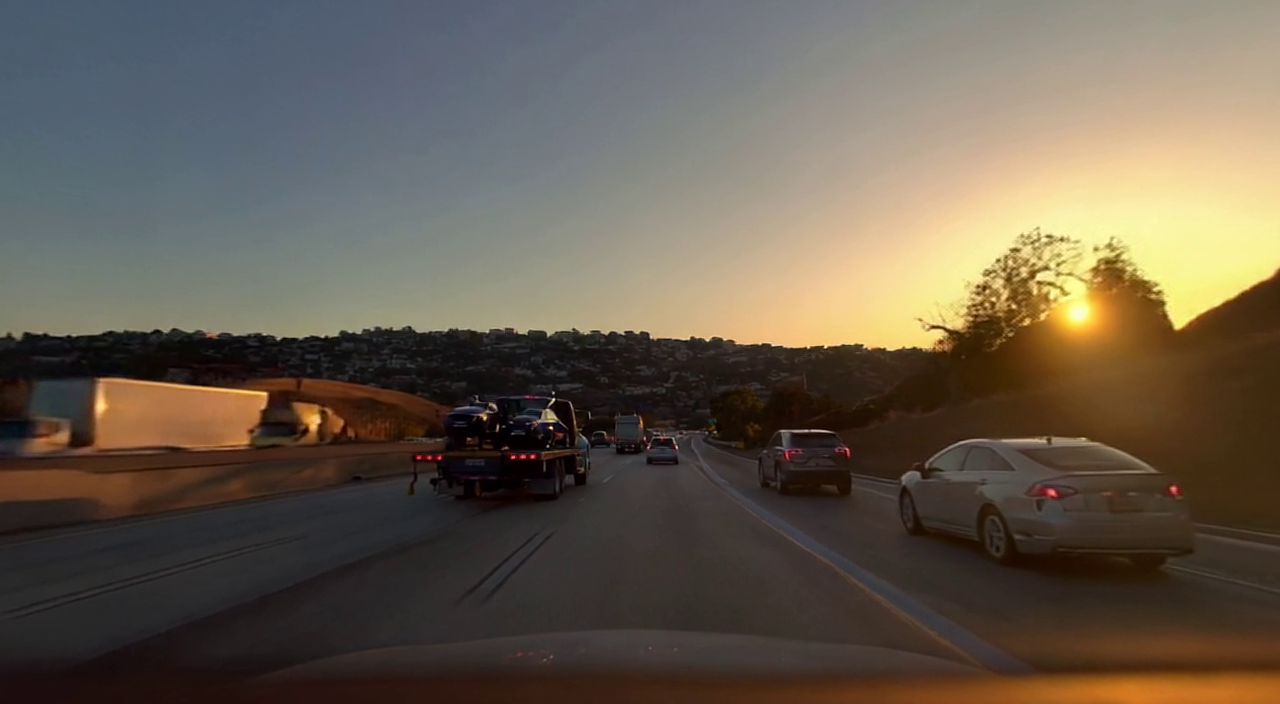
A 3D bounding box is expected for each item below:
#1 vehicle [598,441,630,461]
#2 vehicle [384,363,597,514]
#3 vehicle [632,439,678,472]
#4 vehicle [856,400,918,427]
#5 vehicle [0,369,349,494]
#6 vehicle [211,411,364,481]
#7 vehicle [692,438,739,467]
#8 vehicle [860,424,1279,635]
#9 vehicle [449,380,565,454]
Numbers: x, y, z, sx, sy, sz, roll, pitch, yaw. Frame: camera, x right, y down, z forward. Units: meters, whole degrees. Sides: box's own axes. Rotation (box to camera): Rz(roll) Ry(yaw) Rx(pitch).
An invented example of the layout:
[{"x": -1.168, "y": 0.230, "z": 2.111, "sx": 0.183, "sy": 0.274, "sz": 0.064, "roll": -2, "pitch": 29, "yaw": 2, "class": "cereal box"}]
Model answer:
[{"x": -1.923, "y": 7.462, "z": 47.531, "sx": 2.016, "sy": 1.450, "sz": 4.310, "roll": 0, "pitch": -8, "yaw": 2, "class": "vehicle"}, {"x": -3.272, "y": 2.427, "z": 17.532, "sx": 3.162, "sy": 2.955, "sz": 10.282, "roll": 0, "pitch": -8, "yaw": 2, "class": "vehicle"}, {"x": 0.714, "y": 4.935, "z": 30.293, "sx": 2.079, "sy": 1.499, "sz": 3.915, "roll": 0, "pitch": -8, "yaw": 1, "class": "vehicle"}, {"x": 15.254, "y": 3.870, "z": 39.157, "sx": 1.930, "sy": 1.454, "sz": 4.126, "roll": 0, "pitch": -9, "yaw": -4, "class": "vehicle"}, {"x": -16.623, "y": 3.245, "z": 24.790, "sx": 3.195, "sy": 3.540, "sz": 13.835, "roll": 0, "pitch": -8, "yaw": 3, "class": "vehicle"}, {"x": -13.211, "y": 3.602, "z": 24.266, "sx": 2.548, "sy": 2.365, "sz": 5.452, "roll": 0, "pitch": -8, "yaw": 2, "class": "vehicle"}, {"x": 4.424, "y": 5.952, "z": 37.648, "sx": 2.075, "sy": 1.614, "sz": 4.682, "roll": 0, "pitch": -8, "yaw": -1, "class": "vehicle"}, {"x": 4.220, "y": 1.584, "z": 6.721, "sx": 2.040, "sy": 1.481, "sz": 4.260, "roll": 0, "pitch": -8, "yaw": -3, "class": "vehicle"}, {"x": -3.273, "y": 1.814, "z": 16.617, "sx": 1.893, "sy": 1.674, "sz": 4.766, "roll": 0, "pitch": -8, "yaw": 2, "class": "vehicle"}]
